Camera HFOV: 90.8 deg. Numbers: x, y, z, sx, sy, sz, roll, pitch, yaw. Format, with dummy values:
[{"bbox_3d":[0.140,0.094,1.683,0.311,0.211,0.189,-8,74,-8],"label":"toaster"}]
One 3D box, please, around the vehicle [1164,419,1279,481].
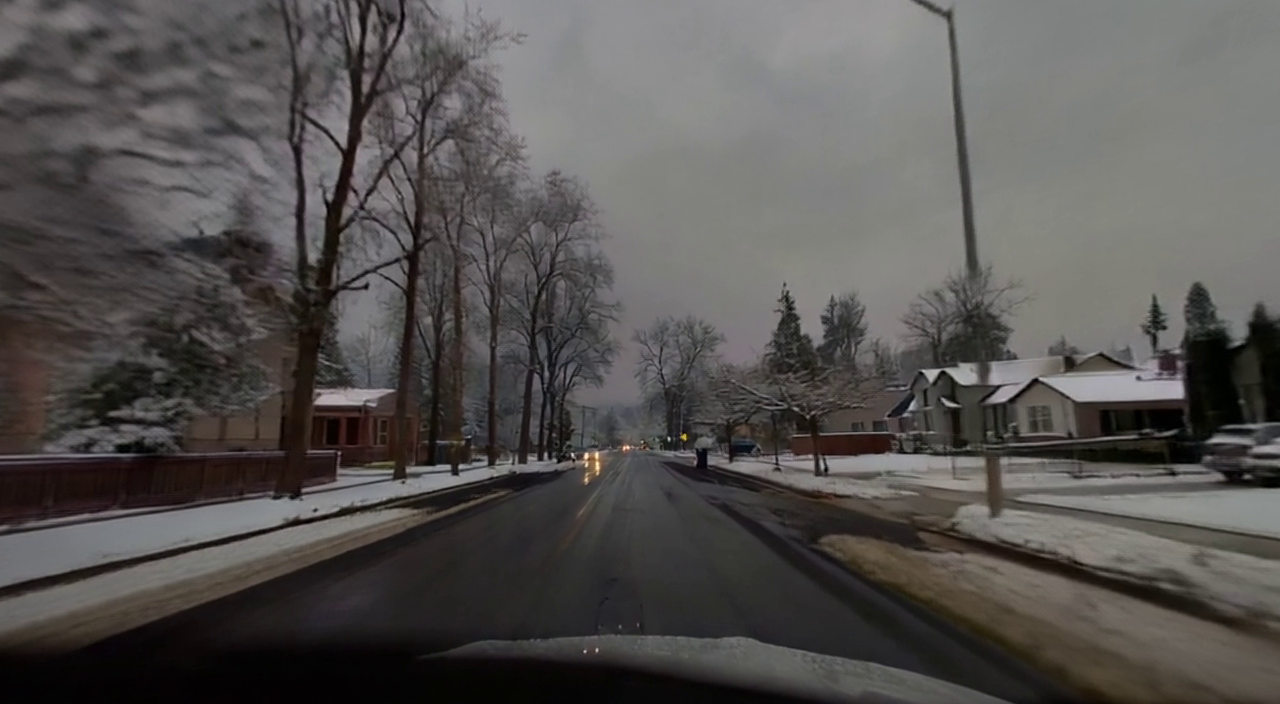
[{"bbox_3d":[16.669,2.531,16.443,4.257,1.473,1.999,0,-8,-1],"label":"vehicle"}]
